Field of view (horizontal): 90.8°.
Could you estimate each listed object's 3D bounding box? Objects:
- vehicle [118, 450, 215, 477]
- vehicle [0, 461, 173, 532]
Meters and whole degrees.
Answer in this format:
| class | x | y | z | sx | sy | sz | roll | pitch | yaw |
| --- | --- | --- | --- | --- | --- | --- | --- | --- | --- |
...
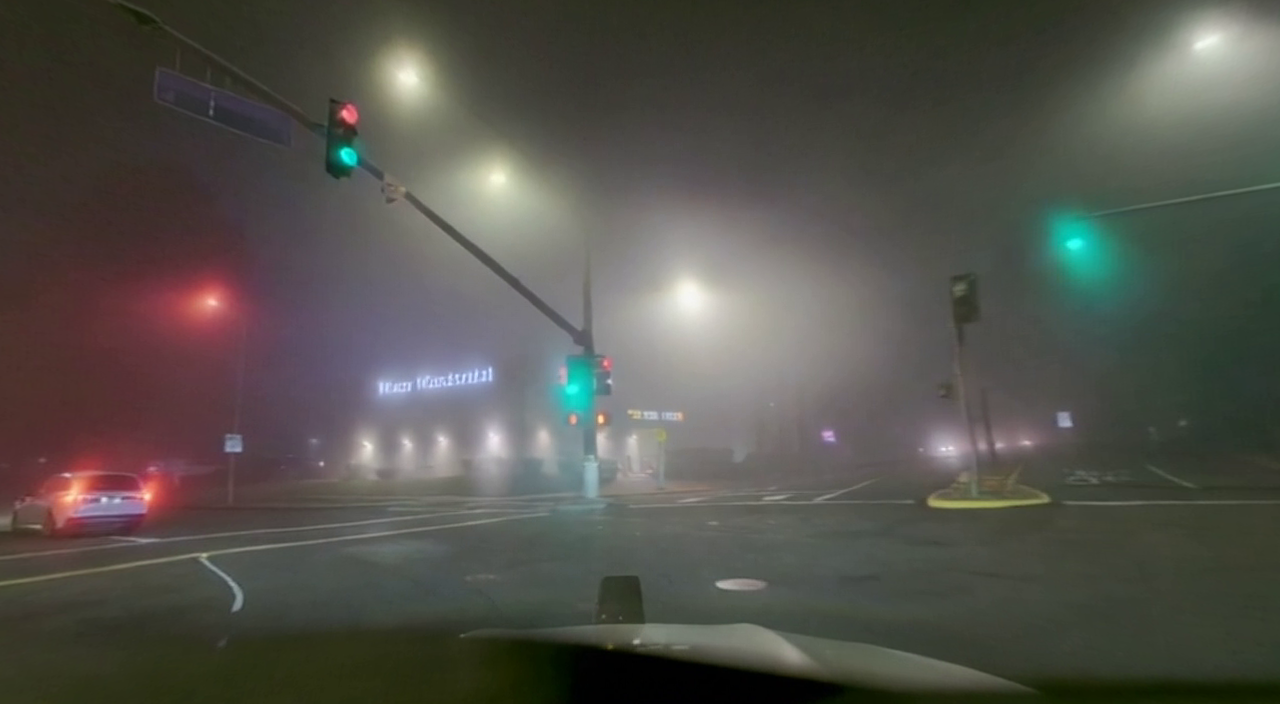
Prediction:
| class | x | y | z | sx | sy | sz | roll | pitch | yaw |
| --- | --- | --- | --- | --- | --- | --- | --- | --- | --- |
| vehicle | -33.007 | 7.739 | 44.187 | 2.189 | 1.737 | 4.851 | -4 | -9 | 23 |
| vehicle | -15.419 | 3.884 | 17.513 | 4.312 | 1.642 | 2.197 | -5 | -10 | 28 |
